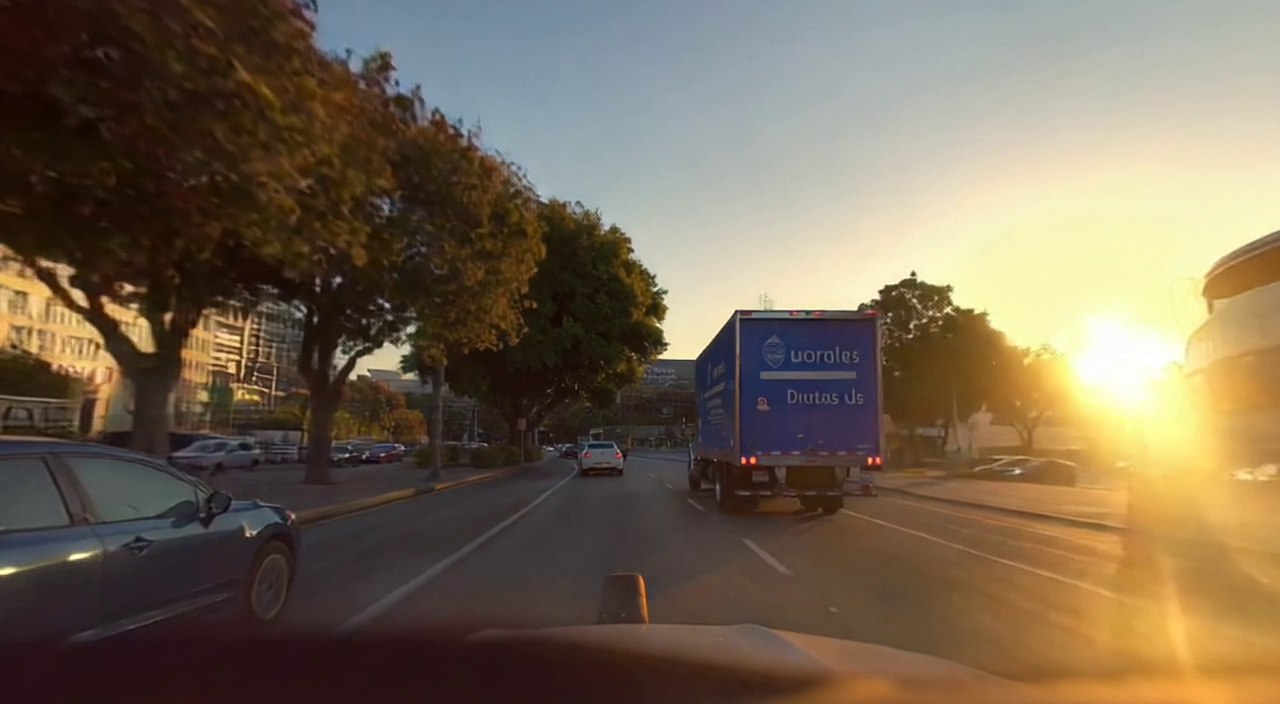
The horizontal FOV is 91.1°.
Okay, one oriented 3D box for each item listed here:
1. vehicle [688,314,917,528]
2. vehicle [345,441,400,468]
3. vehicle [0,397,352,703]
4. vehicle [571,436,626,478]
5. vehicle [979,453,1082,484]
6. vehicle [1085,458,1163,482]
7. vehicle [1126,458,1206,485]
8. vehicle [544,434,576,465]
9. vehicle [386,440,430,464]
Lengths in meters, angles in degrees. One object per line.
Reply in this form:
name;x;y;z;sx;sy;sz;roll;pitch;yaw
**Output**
vehicle;3.074;1.763;14.963;2.905;3.644;8.441;0;-9;-2
vehicle;-17.483;6.698;41.275;1.970;1.644;4.241;0;-9;-4
vehicle;-3.592;1.094;3.543;1.828;1.515;4.422;0;-9;0
vehicle;-2.039;4.897;29.607;2.388;1.811;4.455;1;-9;-6
vehicle;20.305;6.005;32.636;4.684;1.477;2.079;3;-9;-22
vehicle;33.795;8.191;43.840;4.896;1.480;2.015;3;-8;-22
vehicle;34.624;7.825;41.315;4.494;1.612;2.043;3;-9;-22
vehicle;-6.125;7.547;48.685;2.269;2.181;5.787;1;-9;-5
vehicle;-18.166;7.856;49.408;2.004;1.728;4.714;0;-9;-5
